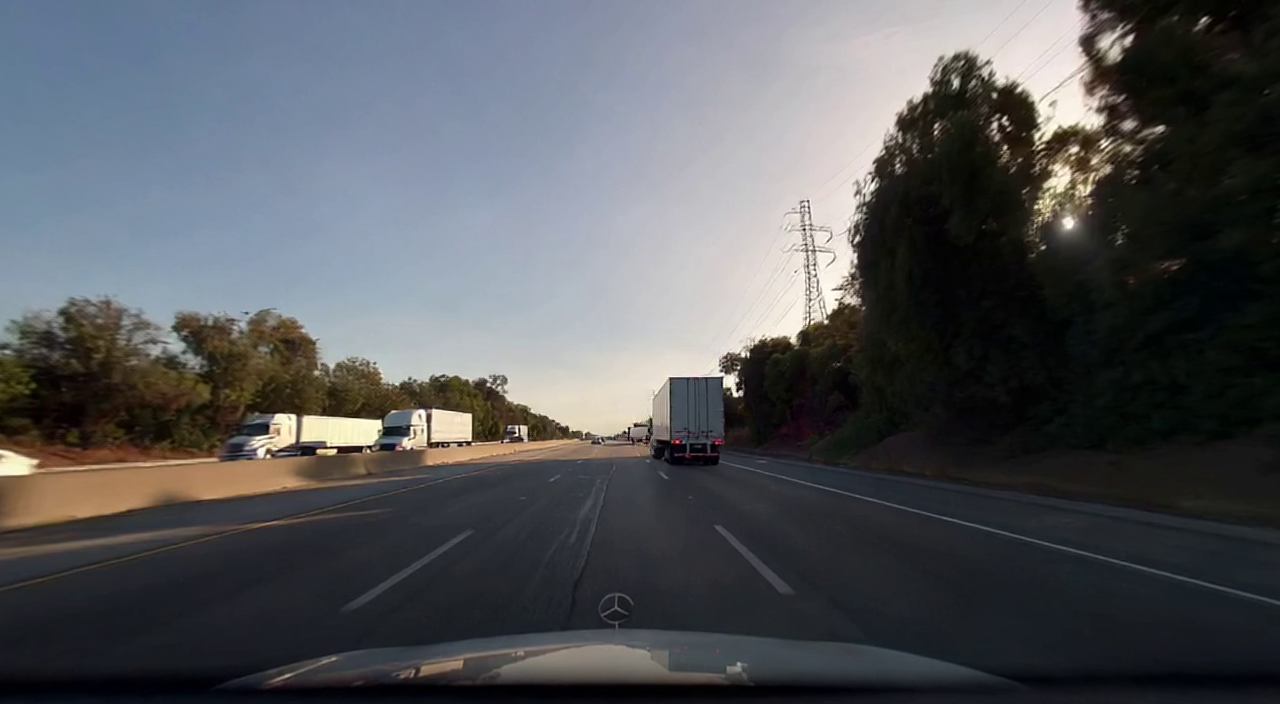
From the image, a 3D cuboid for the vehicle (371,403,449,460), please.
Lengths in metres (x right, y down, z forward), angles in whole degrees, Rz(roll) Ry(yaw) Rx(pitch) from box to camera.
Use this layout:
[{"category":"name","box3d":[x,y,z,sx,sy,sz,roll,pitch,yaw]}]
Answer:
[{"category":"vehicle","box3d":[-16.753,5.904,46.625,3.034,3.819,7.828,0,-8,-2]}]

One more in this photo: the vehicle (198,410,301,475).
[{"category":"vehicle","box3d":[-21.036,4.898,34.263,2.856,3.327,4.179,0,-8,-2]}]

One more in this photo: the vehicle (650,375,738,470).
[{"category":"vehicle","box3d":[2.435,3.961,34.104,2.905,4.080,14.157,0,-8,-2]}]
